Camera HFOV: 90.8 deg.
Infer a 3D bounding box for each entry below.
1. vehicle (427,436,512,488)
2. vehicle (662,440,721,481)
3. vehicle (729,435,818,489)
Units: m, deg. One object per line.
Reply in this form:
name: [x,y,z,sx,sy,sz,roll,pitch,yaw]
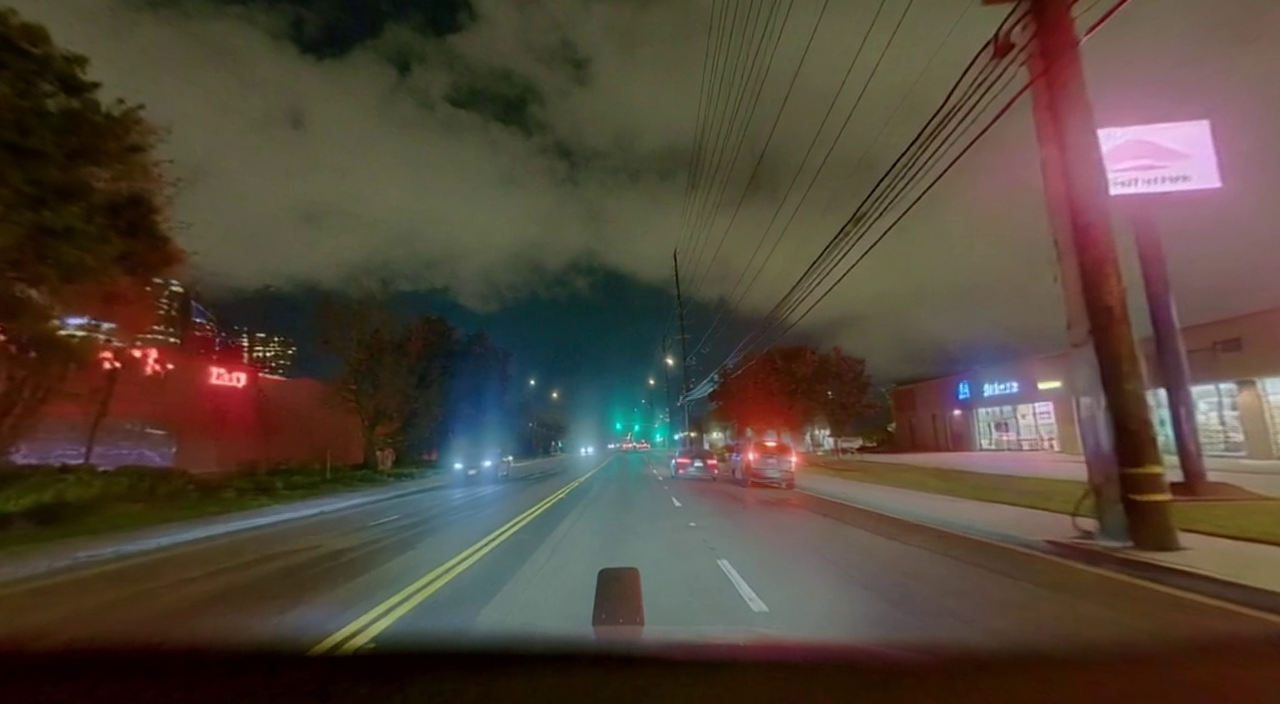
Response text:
vehicle: [-6.398,4.162,24.258,2.037,1.777,4.407,0,-8,0]
vehicle: [1.968,4.292,25.223,1.975,1.497,3.647,0,-8,-1]
vehicle: [4.895,4.129,24.060,2.143,1.788,5.388,0,-8,-1]
